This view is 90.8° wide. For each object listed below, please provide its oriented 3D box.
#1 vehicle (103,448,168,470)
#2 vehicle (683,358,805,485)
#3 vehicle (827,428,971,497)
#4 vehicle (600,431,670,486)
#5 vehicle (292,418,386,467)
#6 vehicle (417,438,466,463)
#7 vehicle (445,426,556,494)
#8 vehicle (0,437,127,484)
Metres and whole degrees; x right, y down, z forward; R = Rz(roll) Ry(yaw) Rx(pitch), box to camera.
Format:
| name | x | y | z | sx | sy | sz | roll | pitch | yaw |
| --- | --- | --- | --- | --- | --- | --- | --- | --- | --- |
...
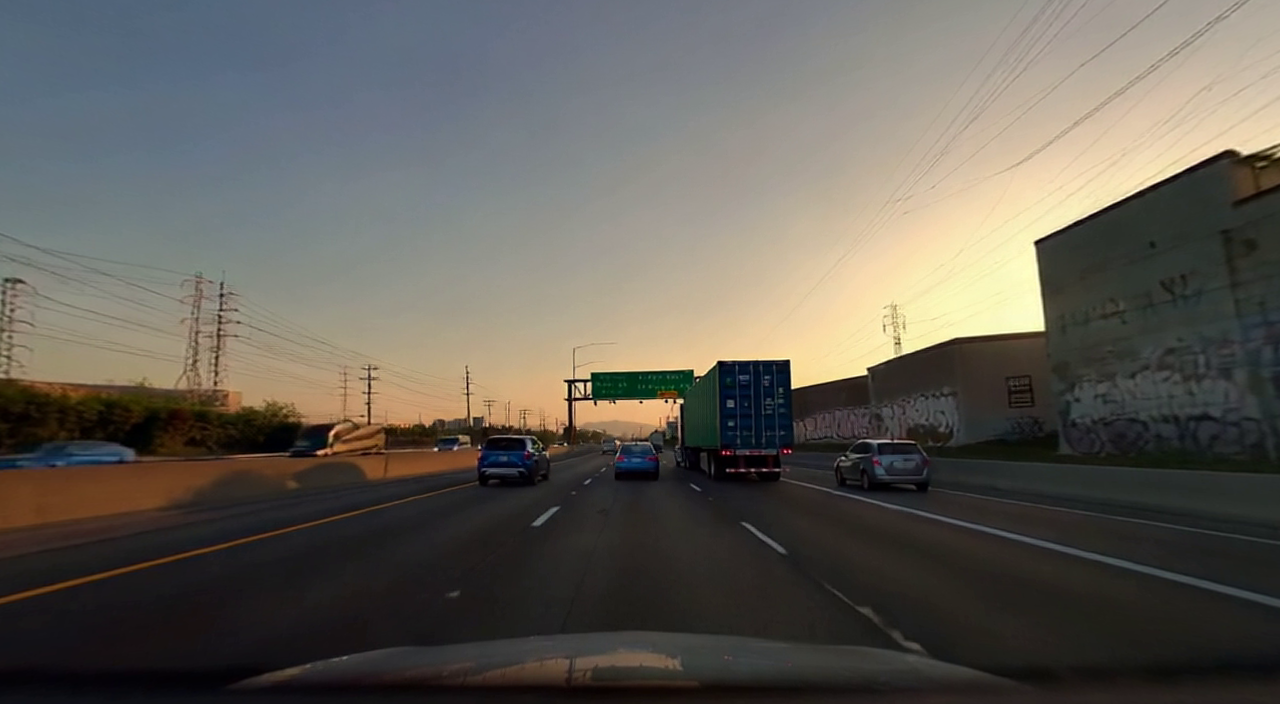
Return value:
| name | x | y | z | sx | sy | sz | roll | pitch | yaw |
| --- | --- | --- | --- | --- | --- | --- | --- | --- | --- |
| vehicle | -37.280 | 7.890 | 46.829 | 1.801 | 1.569 | 3.898 | 1 | -9 | -5 |
| vehicle | 3.755 | 3.169 | 26.703 | 2.800 | 4.039 | 13.179 | 0 | -9 | -1 |
| vehicle | 7.259 | 3.160 | 18.385 | 2.202 | 1.731 | 4.628 | 0 | -9 | 0 |
| vehicle | -0.182 | 3.618 | 21.704 | 2.191 | 1.685 | 4.015 | 0 | -9 | -1 |
| vehicle | -20.539 | 6.312 | 43.742 | 2.772 | 3.069 | 7.347 | 0 | -9 | 1 |
| vehicle | -13.080 | 6.501 | 41.923 | 1.925 | 1.567 | 4.342 | 0 | -9 | -1 |
| vehicle | -4.070 | 3.269 | 19.426 | 2.264 | 1.804 | 4.584 | 0 | -9 | 1 |
| vehicle | -23.309 | 4.268 | 25.165 | 2.015 | 1.698 | 4.521 | 0 | -9 | -3 |
